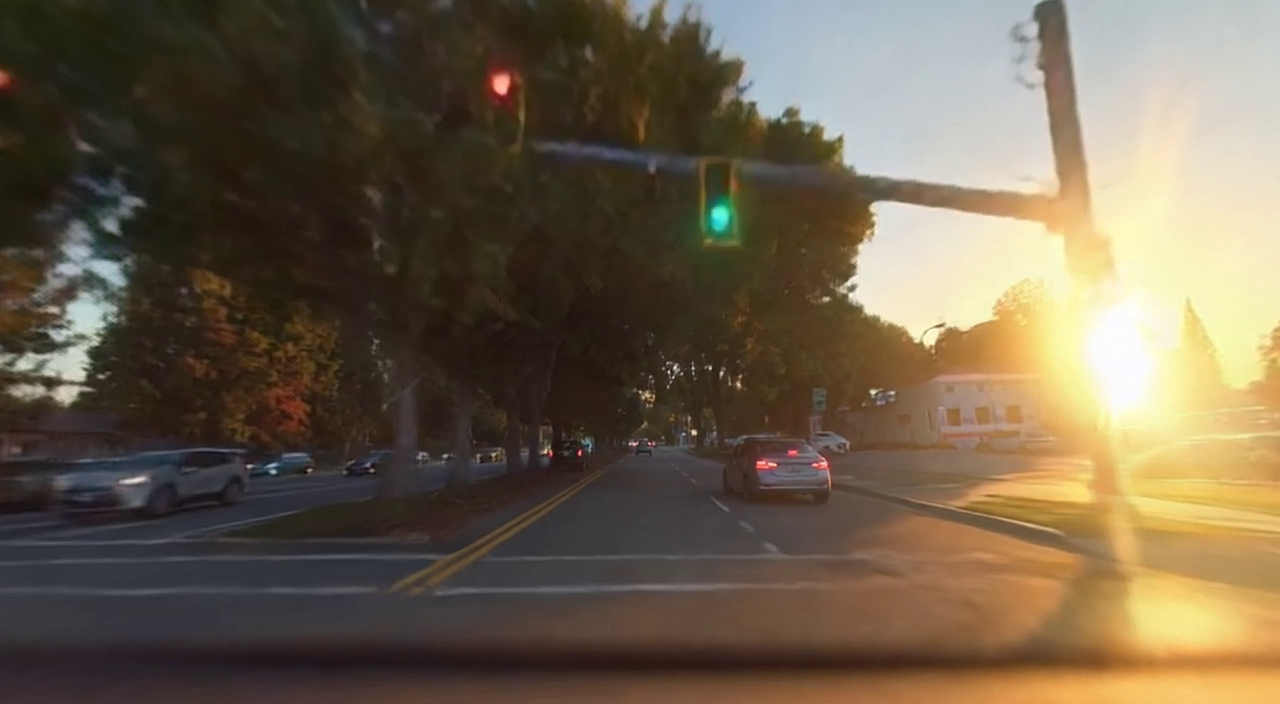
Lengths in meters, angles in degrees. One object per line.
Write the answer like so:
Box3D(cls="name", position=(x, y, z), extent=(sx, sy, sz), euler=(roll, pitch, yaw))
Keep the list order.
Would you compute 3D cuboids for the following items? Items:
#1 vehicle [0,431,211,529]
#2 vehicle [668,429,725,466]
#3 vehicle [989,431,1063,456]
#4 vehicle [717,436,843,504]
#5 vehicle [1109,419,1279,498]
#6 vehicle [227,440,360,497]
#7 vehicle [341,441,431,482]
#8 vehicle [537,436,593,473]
Box3D(cls="vehicle", position=(-11.618, 2.526, 13.102), extent=(2.091, 1.644, 4.645), euler=(0, -8, 0))
Box3D(cls="vehicle", position=(3.558, 6.190, 41.165), extent=(3.245, 2.199, 6.295), euler=(0, -8, 1))
Box3D(cls="vehicle", position=(24.121, 5.754, 39.597), extent=(1.921, 1.463, 4.380), euler=(0, -8, 0))
Box3D(cls="vehicle", position=(3.382, 2.951, 16.304), extent=(2.095, 1.475, 4.686), euler=(0, -8, -1))
Box3D(cls="vehicle", position=(17.124, 2.866, 17.617), extent=(2.766, 1.917, 6.394), euler=(-1, -7, -5))
Box3D(cls="vehicle", position=(-11.383, 3.802, 21.140), extent=(1.909, 1.467, 4.522), euler=(-2, -6, 0))
Box3D(cls="vehicle", position=(-11.328, 4.881, 28.553), extent=(2.004, 1.509, 4.932), euler=(-2, -6, 1))
Box3D(cls="vehicle", position=(-3.736, 5.221, 32.322), extent=(2.250, 1.713, 4.422), euler=(0, -8, 1))
